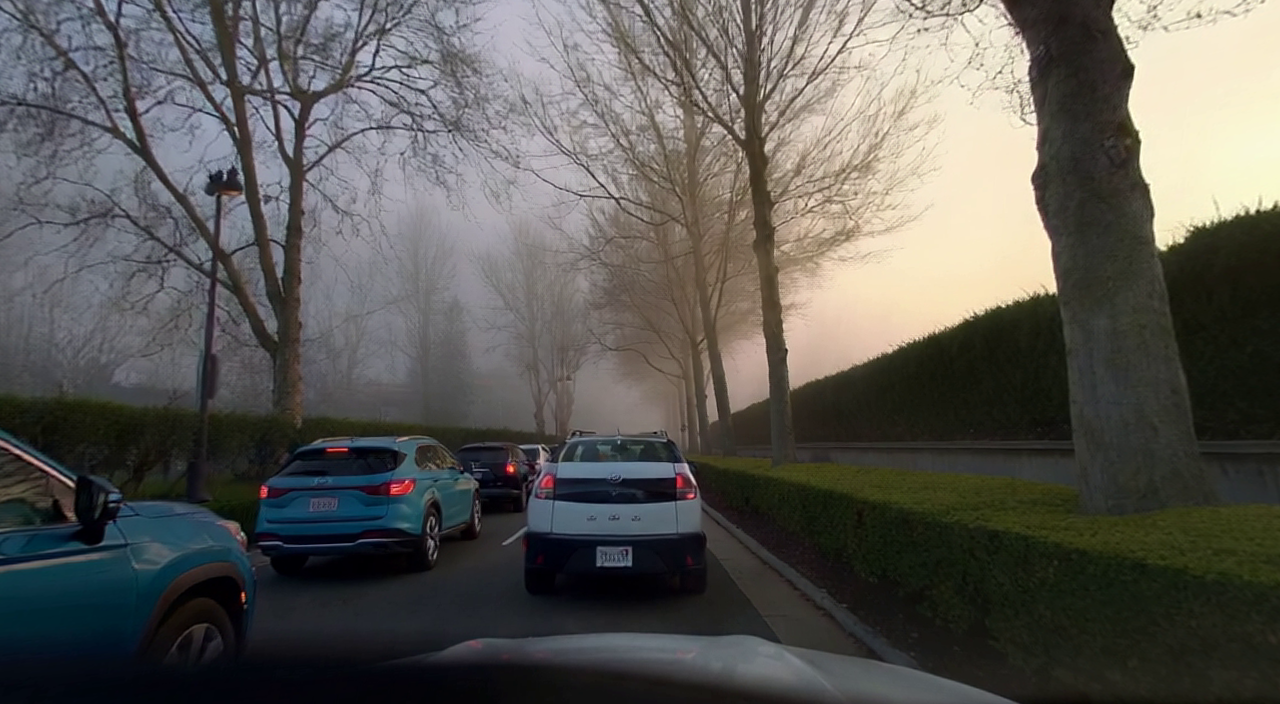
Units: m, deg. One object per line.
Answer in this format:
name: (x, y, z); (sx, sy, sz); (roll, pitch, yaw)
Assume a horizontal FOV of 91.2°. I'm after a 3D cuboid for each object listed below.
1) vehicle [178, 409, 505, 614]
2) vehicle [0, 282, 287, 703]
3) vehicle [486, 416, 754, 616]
vehicle: (-3.414, 1.860, 8.315); (2.256, 1.728, 4.421); (-6, -8, -2)
vehicle: (-3.283, 0.678, 1.266); (2.205, 1.913, 5.327); (-6, -8, -2)
vehicle: (-0.194, 1.637, 7.130); (2.154, 1.581, 4.007); (0, -9, -1)
